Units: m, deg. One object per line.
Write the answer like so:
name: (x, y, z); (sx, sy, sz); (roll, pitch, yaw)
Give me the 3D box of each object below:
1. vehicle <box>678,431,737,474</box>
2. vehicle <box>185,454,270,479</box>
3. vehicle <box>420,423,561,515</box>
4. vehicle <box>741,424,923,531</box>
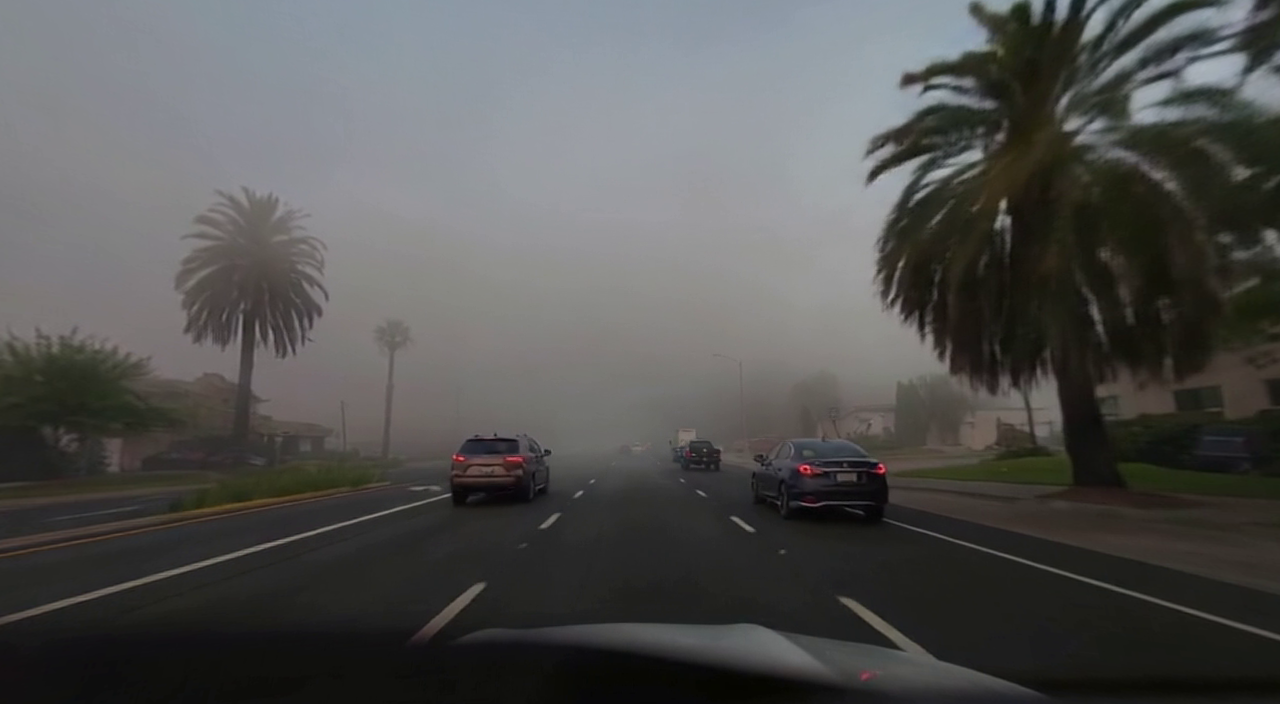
vehicle: (3.210, 4.914, 30.892); (2.244, 1.901, 4.561); (0, -8, -2)
vehicle: (-29.092, 8.083, 44.505); (4.586, 1.513, 1.973); (-2, -9, -2)
vehicle: (-3.168, 2.589, 14.414); (2.084, 1.735, 4.528); (0, -8, 0)
vehicle: (3.422, 2.324, 12.225); (2.084, 1.682, 4.148); (0, -8, -2)
